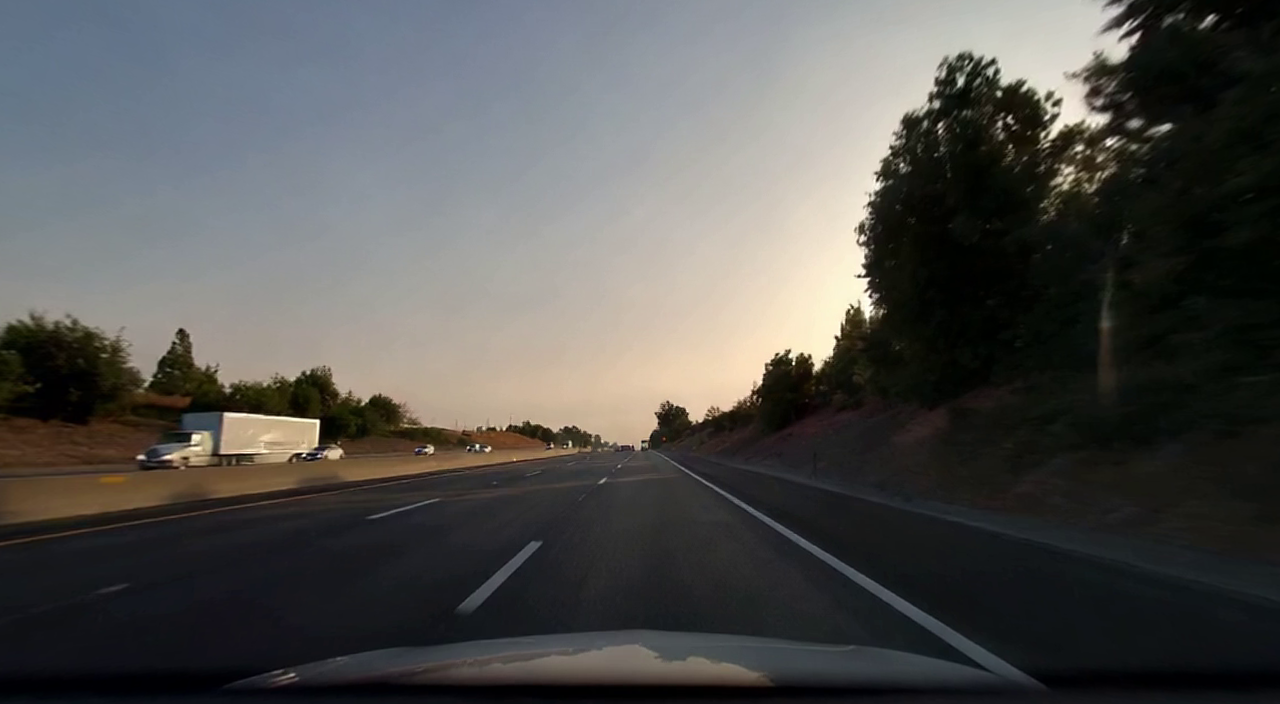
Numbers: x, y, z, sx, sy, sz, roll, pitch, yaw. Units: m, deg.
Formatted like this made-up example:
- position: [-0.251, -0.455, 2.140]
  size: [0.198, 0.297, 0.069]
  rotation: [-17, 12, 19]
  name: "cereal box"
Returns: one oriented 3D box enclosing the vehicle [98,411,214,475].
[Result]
- position: [-31.996, 6.070, 41.955]
  size: [2.962, 3.978, 5.736]
  rotation: [0, -9, -1]
  name: "vehicle"
